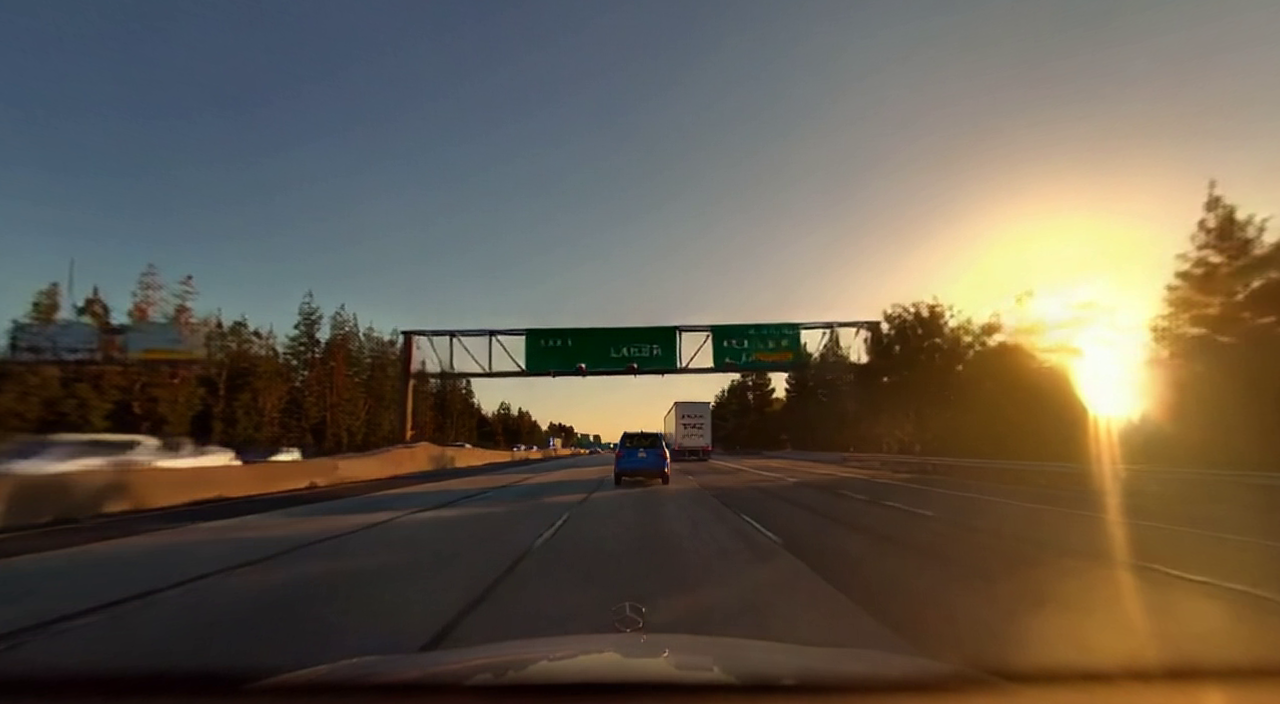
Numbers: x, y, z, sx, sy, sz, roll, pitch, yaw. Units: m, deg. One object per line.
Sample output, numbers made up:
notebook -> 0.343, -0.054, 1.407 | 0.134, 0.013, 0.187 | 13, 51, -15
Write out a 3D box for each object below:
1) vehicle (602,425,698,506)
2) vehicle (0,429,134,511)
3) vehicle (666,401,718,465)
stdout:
vehicle -> 0.247, 2.745, 15.606 | 2.054, 1.706, 4.201 | 0, -8, 1
vehicle -> -15.259, 2.744, 14.756 | 2.097, 1.813, 5.472 | 0, -8, 1
vehicle -> 3.692, 6.405, 48.606 | 2.909, 4.135, 15.820 | 0, -8, 1
